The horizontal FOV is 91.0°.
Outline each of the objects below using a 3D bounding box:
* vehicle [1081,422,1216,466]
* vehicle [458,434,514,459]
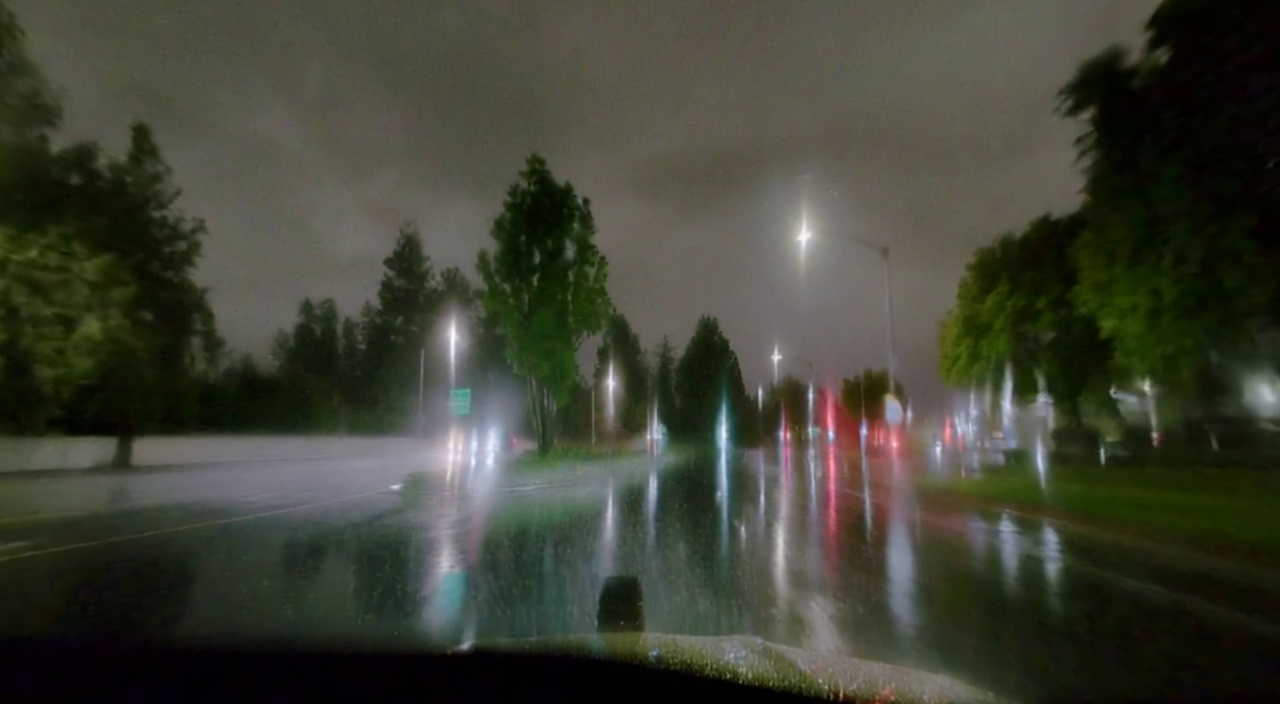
[{"bbox_3d":[27.753,4.956,34.568,2.271,2.010,5.139,-1,-5,-29],"label":"vehicle"},{"bbox_3d":[-10.711,6.629,44.093,1.995,1.658,4.542,-2,-9,11],"label":"vehicle"}]
